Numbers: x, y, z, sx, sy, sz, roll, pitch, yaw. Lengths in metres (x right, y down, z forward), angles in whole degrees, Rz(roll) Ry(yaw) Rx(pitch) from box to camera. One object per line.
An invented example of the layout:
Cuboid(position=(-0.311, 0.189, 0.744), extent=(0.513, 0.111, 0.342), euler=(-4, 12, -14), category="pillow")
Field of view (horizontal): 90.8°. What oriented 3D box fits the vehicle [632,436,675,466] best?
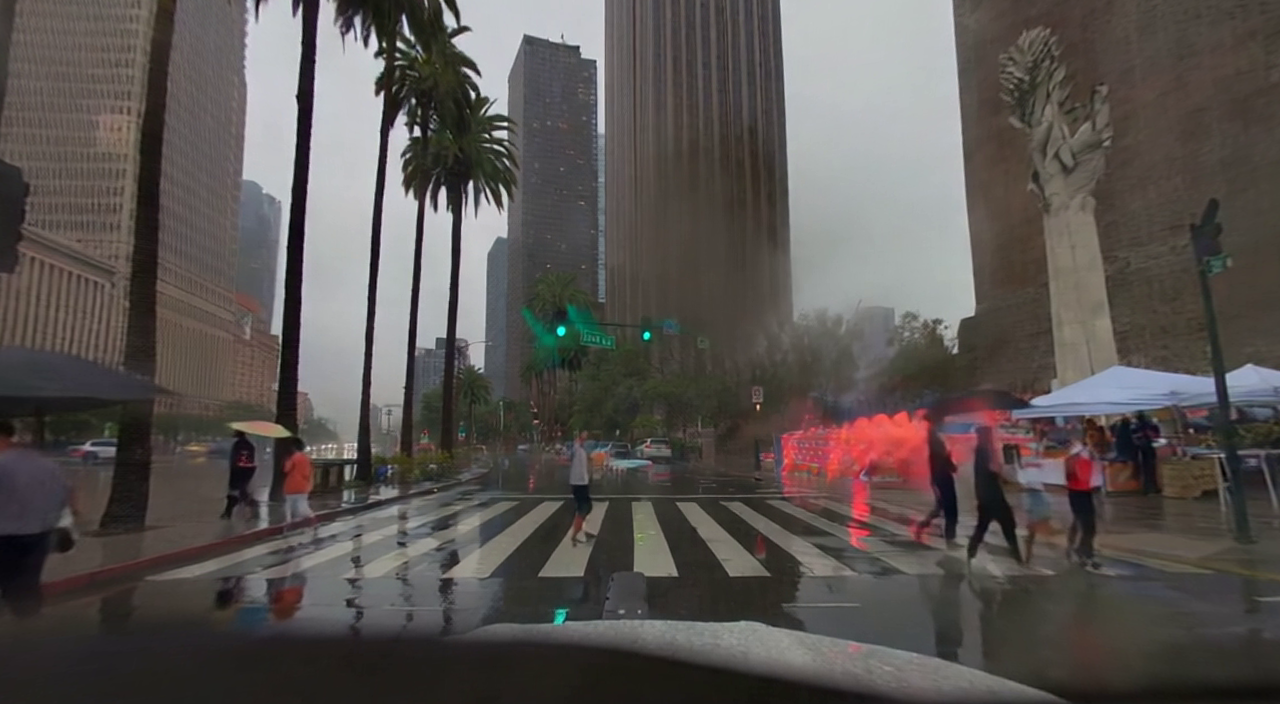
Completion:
Cuboid(position=(0.919, 7.289, 46.657), extent=(2.322, 2.071, 5.366), euler=(1, -9, -9), category="vehicle")
